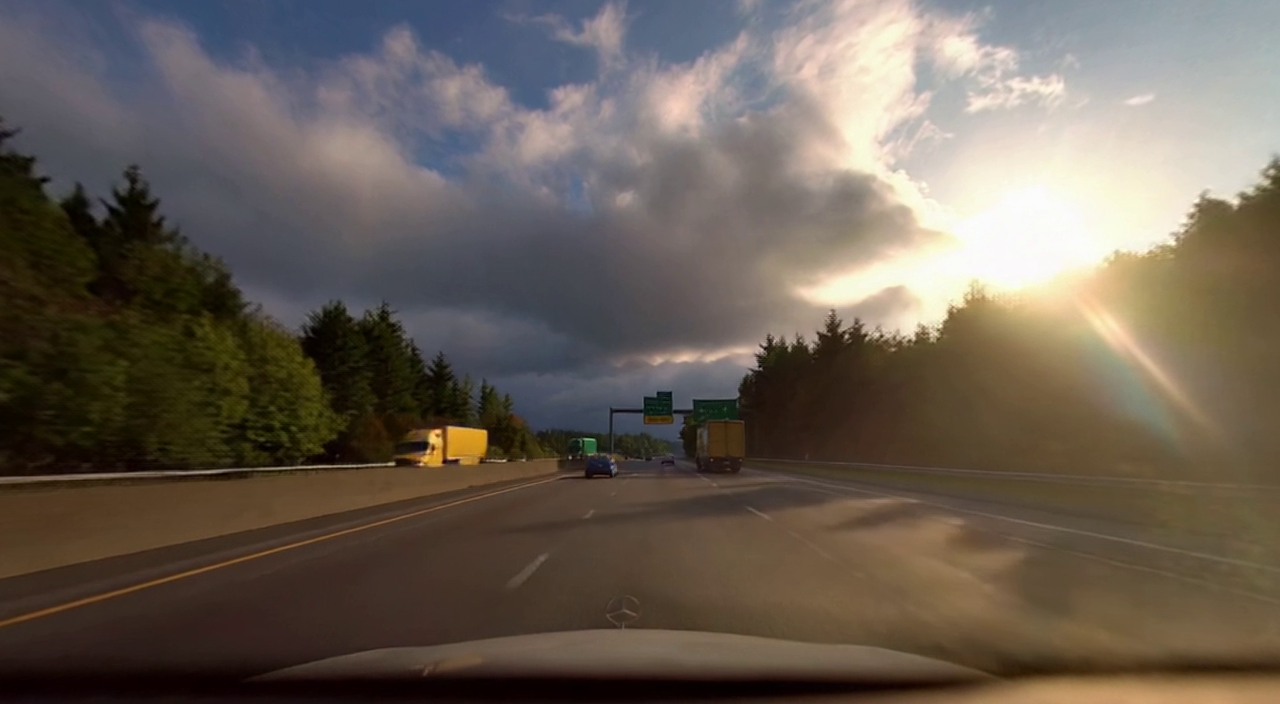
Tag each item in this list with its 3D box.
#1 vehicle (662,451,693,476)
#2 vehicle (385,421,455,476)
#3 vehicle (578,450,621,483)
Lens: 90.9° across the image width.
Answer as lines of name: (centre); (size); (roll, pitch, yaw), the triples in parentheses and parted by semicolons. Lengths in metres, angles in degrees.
vehicle: (2.501, 7.565, 42.959); (1.957, 1.541, 4.099); (0, -9, 1)
vehicle: (-17.108, 7.608, 49.389); (3.005, 3.979, 5.919); (-1, -9, 3)
vehicle: (-2.047, 5.955, 33.032); (1.960, 1.579, 4.384); (0, -9, 1)
